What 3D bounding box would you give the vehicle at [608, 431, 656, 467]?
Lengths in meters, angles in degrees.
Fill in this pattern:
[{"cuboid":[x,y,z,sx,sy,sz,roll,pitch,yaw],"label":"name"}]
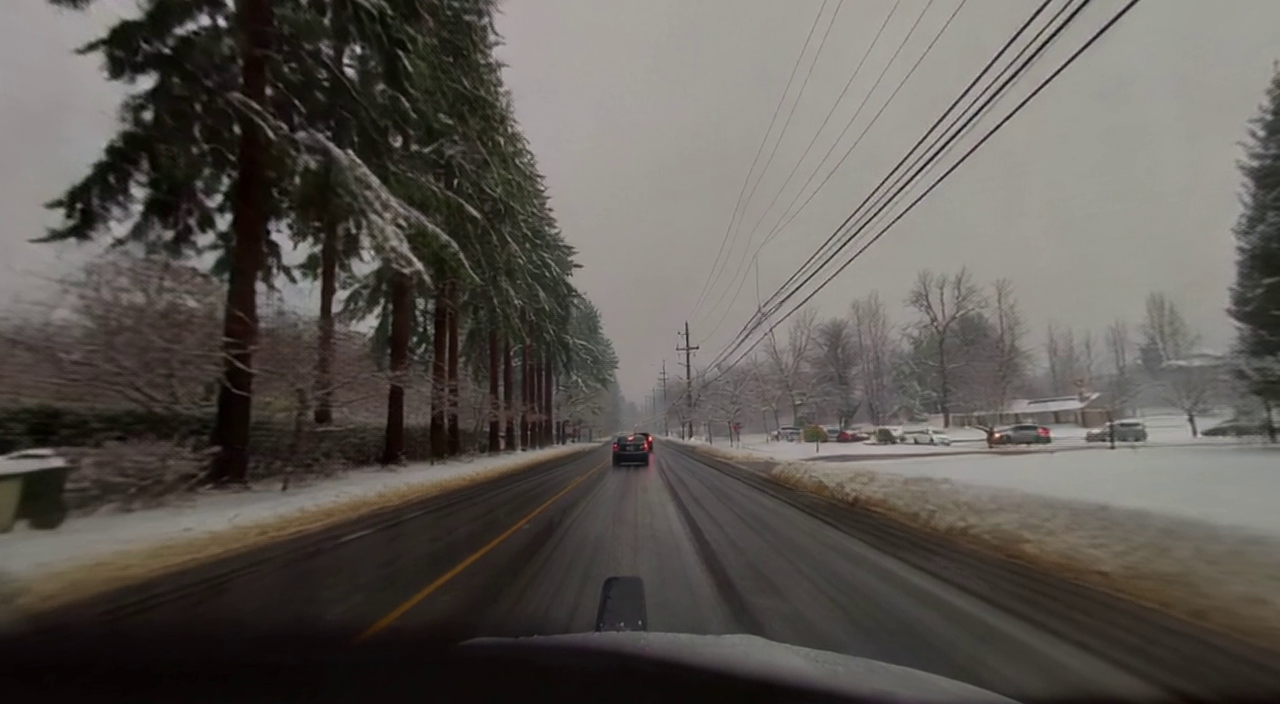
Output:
[{"cuboid":[-0.335,4.266,27.817,1.991,1.463,3.988,0,-8,0],"label":"vehicle"}]
